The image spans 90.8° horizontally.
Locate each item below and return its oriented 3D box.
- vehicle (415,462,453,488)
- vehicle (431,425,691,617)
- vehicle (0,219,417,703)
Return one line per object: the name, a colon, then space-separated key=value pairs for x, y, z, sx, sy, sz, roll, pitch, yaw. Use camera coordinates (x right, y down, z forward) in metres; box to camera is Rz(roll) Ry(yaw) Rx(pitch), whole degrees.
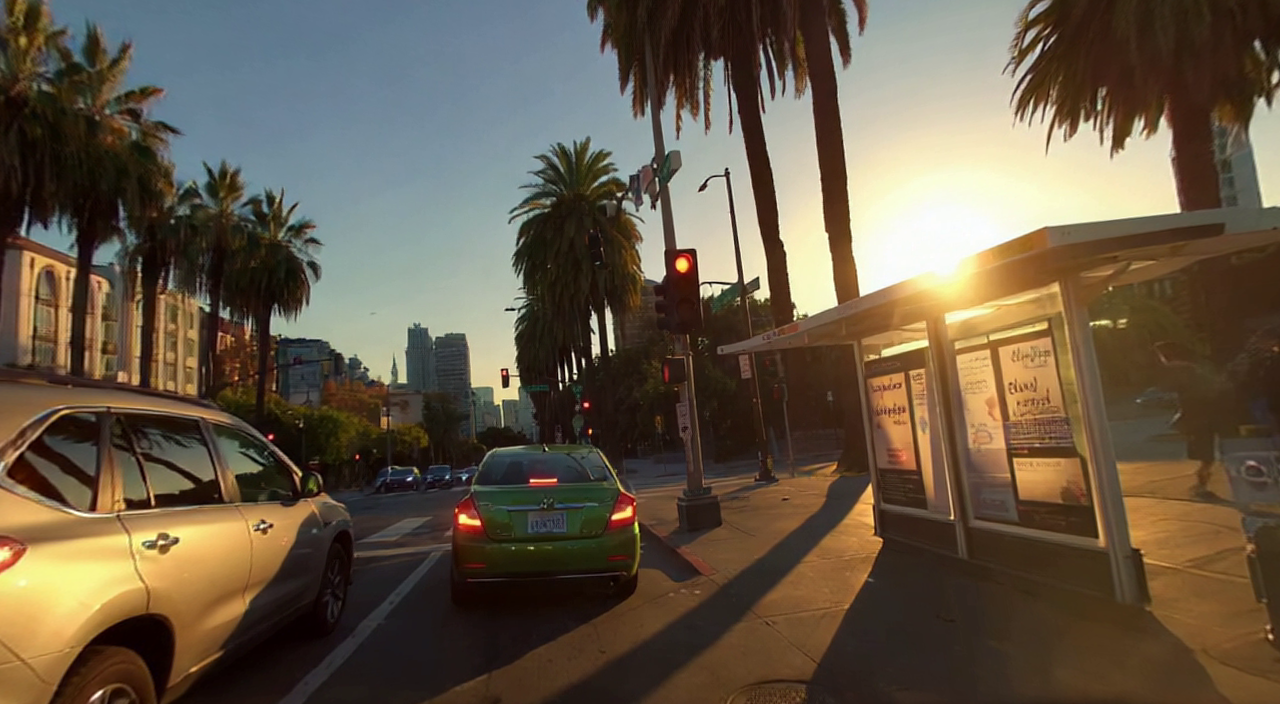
vehicle: x=-14.623 y=8.688 z=44.989 sx=1.964 sy=1.642 sz=4.085 roll=1 pitch=-9 yaw=-10
vehicle: x=-1.014 y=1.651 z=7.233 sx=2.065 sy=1.467 sz=4.289 roll=2 pitch=-9 yaw=-11
vehicle: x=-2.766 y=0.907 z=3.227 sx=2.098 sy=1.851 sz=4.571 roll=1 pitch=-9 yaw=-7
